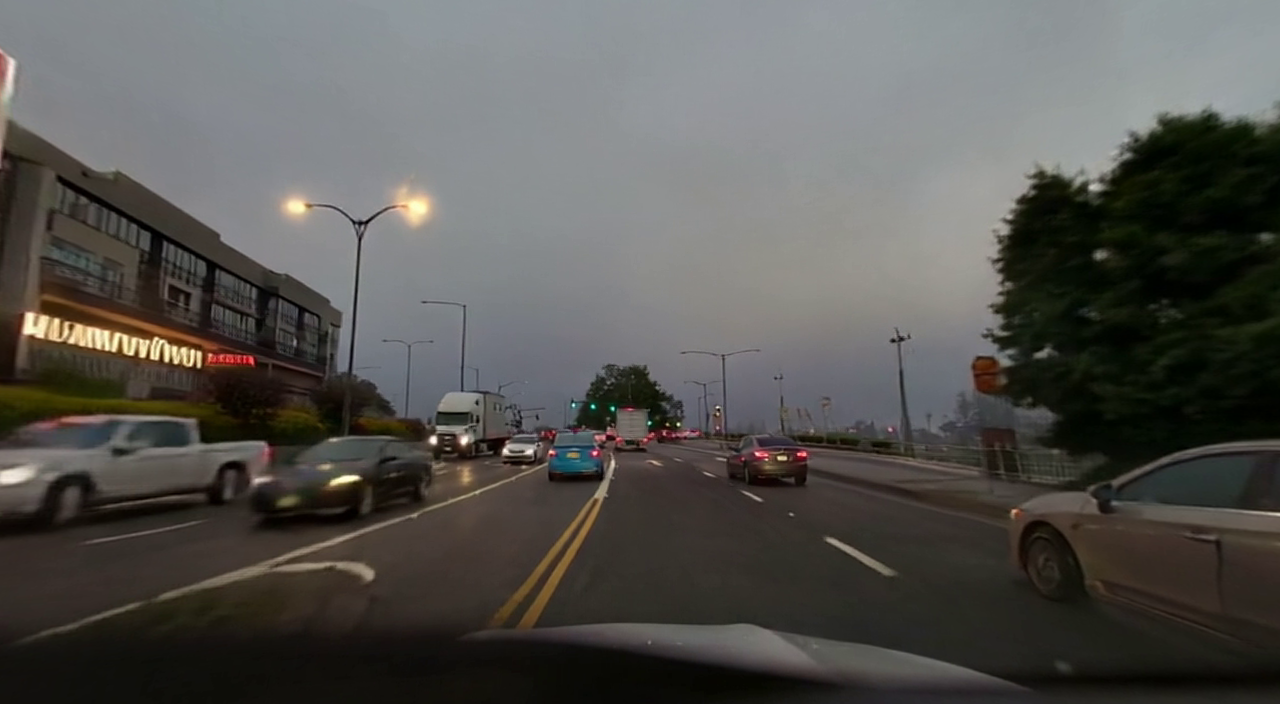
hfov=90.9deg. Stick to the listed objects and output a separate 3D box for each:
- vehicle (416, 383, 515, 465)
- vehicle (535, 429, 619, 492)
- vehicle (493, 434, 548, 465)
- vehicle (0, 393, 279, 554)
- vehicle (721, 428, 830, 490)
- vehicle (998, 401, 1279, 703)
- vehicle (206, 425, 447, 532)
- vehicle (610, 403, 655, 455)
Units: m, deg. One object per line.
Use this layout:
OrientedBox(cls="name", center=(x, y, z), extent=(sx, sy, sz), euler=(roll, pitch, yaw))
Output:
OrientedBox(cls="vehicle", center=(-9.168, 4.065, 34.582), extent=(2.986, 3.821, 10.059), euler=(0, -8, -3))
OrientedBox(cls="vehicle", center=(-1.609, 2.816, 16.790), extent=(1.991, 1.472, 3.518), euler=(1, -8, -4))
OrientedBox(cls="vehicle", center=(-5.807, 4.780, 31.219), extent=(1.964, 1.428, 4.481), euler=(0, -8, -2))
OrientedBox(cls="vehicle", center=(-8.654, 1.838, 10.430), extent=(2.165, 1.966, 5.251), euler=(0, -8, 1))
OrientedBox(cls="vehicle", center=(3.542, 2.857, 17.231), extent=(1.889, 1.480, 3.876), euler=(1, -8, -4))
OrientedBox(cls="vehicle", center=(3.432, 0.831, 1.795), extent=(2.081, 1.434, 4.833), euler=(0, -8, 1))
OrientedBox(cls="vehicle", center=(-5.204, 2.120, 11.340), extent=(2.026, 1.520, 4.475), euler=(0, -8, 0))
OrientedBox(cls="vehicle", center=(-0.638, 5.649, 45.902), extent=(2.917, 3.482, 6.946), euler=(1, -8, -4))
